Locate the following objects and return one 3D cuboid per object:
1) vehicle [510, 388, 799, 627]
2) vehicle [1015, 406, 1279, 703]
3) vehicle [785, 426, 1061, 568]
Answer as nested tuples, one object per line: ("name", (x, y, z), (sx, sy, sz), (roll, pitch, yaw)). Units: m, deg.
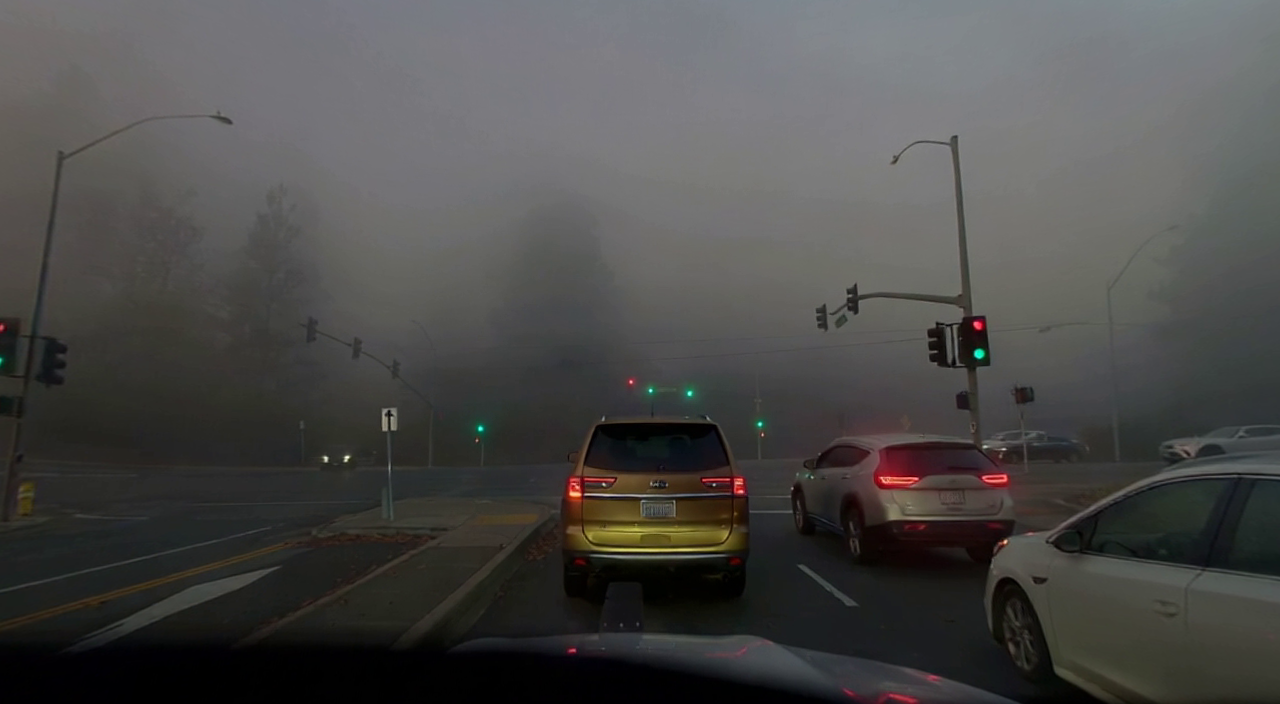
("vehicle", (0.108, 1.499, 7.076), (2.170, 1.793, 4.468), (0, -8, 0))
("vehicle", (3.157, 0.815, 1.426), (1.924, 1.466, 4.461), (0, -8, 1))
("vehicle", (3.527, 1.868, 8.936), (1.861, 1.495, 4.215), (0, -8, -1))
